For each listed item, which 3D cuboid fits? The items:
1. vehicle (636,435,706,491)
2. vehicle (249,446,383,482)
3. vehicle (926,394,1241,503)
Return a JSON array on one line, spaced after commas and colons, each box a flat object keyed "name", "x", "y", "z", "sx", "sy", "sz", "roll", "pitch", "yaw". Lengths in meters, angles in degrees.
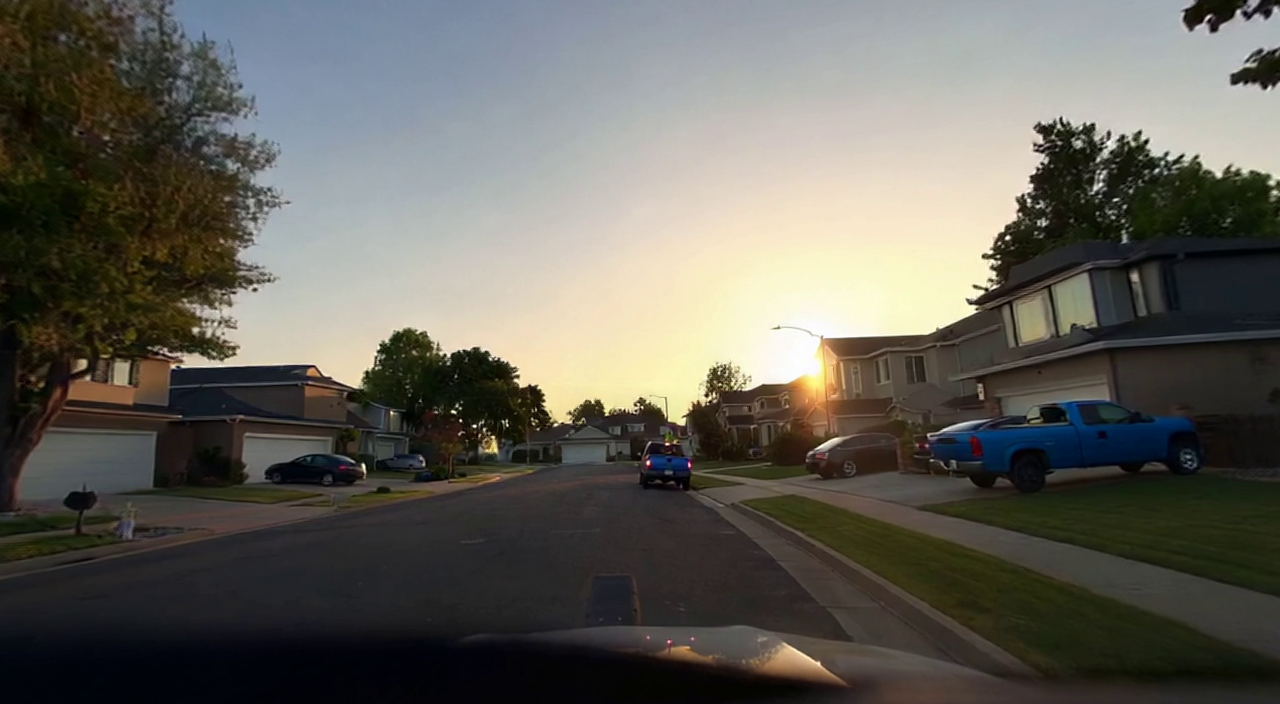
[{"name": "vehicle", "x": 1.259, "y": 4.502, "z": 26.103, "sx": 2.552, "sy": 2.024, "sz": 5.414, "roll": -1, "pitch": -8, "yaw": 3}, {"name": "vehicle", "x": -14.334, "y": 4.951, "z": 28.175, "sx": 4.916, "sy": 1.485, "sz": 1.807, "roll": 0, "pitch": -9, "yaw": -3}, {"name": "vehicle", "x": 8.407, "y": 1.887, "z": 12.368, "sx": 4.554, "sy": 1.515, "sz": 1.858, "roll": -6, "pitch": -9, "yaw": 3}]
